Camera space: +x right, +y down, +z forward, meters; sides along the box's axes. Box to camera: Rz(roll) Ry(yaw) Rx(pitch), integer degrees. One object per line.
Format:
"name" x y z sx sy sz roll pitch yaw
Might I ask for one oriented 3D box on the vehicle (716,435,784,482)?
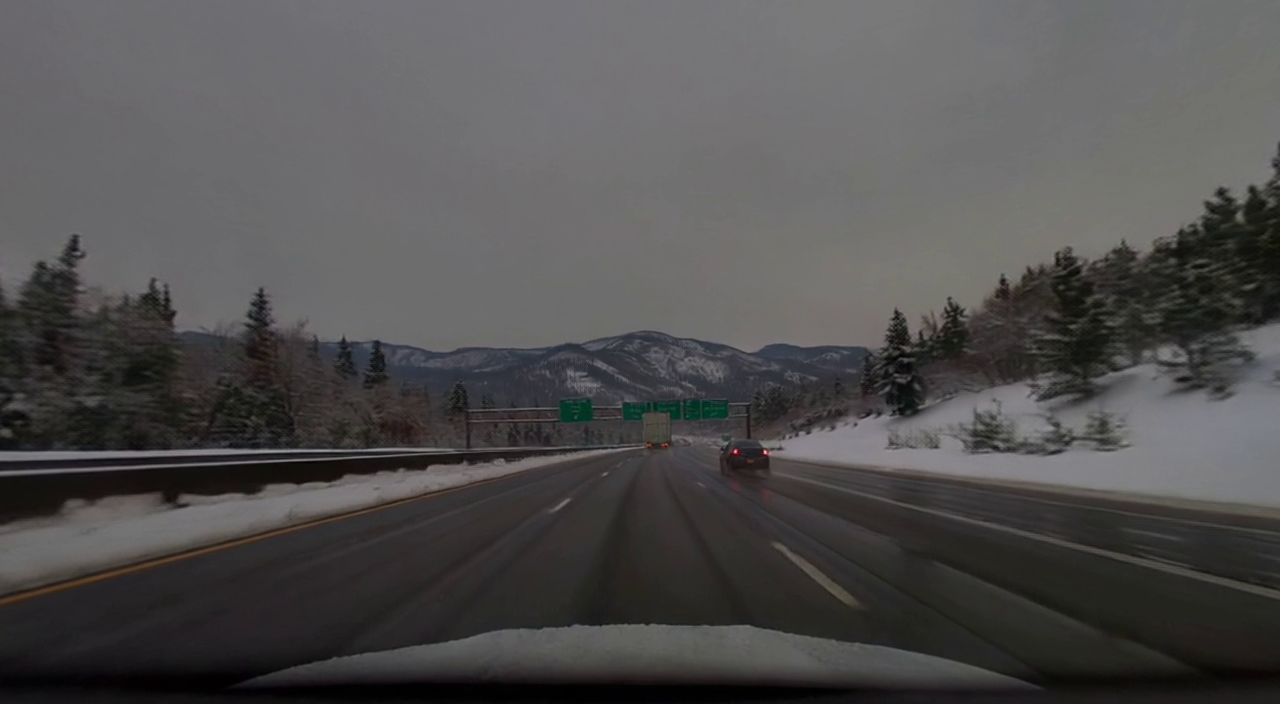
"vehicle" 4.068 3.995 23.936 1.880 1.624 3.941 0 -8 0
